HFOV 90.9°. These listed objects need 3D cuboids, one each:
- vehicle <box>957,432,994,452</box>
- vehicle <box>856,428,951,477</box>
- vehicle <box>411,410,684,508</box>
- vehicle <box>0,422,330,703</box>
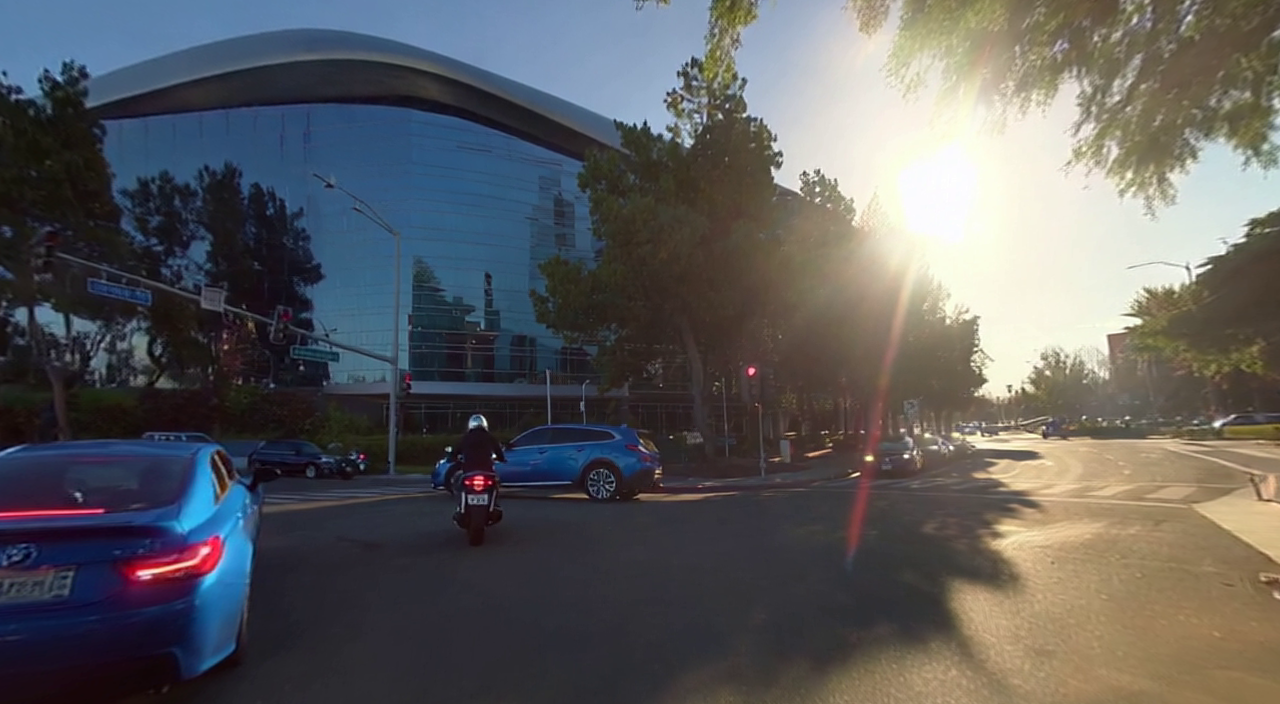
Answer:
[{"bbox_3d":[26.170,7.044,49.126,2.087,1.475,4.278,-6,-10,32],"label":"vehicle"},{"bbox_3d":[10.205,3.815,24.213,2.084,1.656,4.583,-7,-11,38],"label":"vehicle"},{"bbox_3d":[-2.136,2.421,14.690,5.833,1.960,2.341,2,-9,-16],"label":"vehicle"},{"bbox_3d":[-4.080,1.372,5.157,2.009,1.450,4.182,6,-10,-35],"label":"vehicle"}]
